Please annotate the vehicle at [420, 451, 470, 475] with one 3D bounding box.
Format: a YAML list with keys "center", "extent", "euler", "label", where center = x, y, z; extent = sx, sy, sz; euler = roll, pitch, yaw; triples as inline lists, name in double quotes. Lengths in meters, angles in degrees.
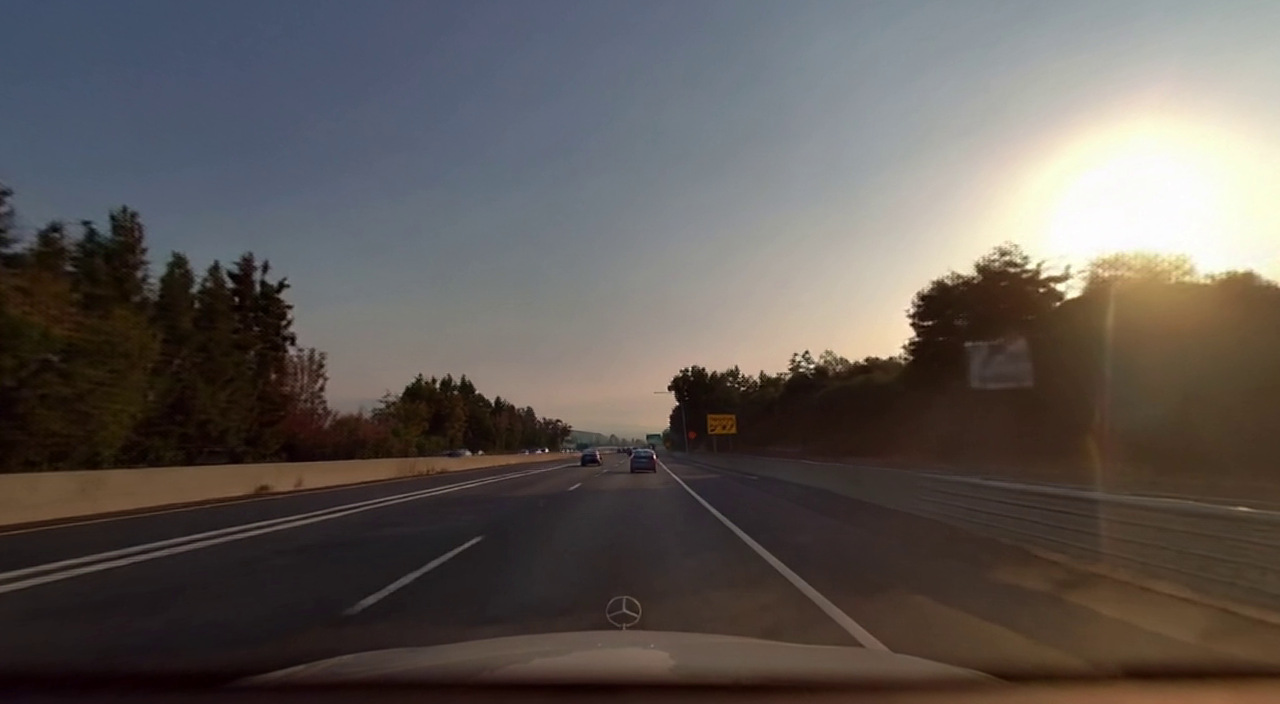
- center: [-13.355, 7.605, 43.411]
  extent: [1.894, 1.477, 4.621]
  euler: [0, -9, 0]
  label: "vehicle"

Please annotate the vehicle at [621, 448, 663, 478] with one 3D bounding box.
- center: [0.084, 5.624, 32.150]
  extent: [2.002, 1.449, 3.612]
  euler: [0, -9, 0]
  label: "vehicle"

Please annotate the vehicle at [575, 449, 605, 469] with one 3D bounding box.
- center: [-3.759, 8.160, 48.223]
  extent: [1.877, 1.504, 3.799]
  euler: [0, -9, 1]
  label: "vehicle"
